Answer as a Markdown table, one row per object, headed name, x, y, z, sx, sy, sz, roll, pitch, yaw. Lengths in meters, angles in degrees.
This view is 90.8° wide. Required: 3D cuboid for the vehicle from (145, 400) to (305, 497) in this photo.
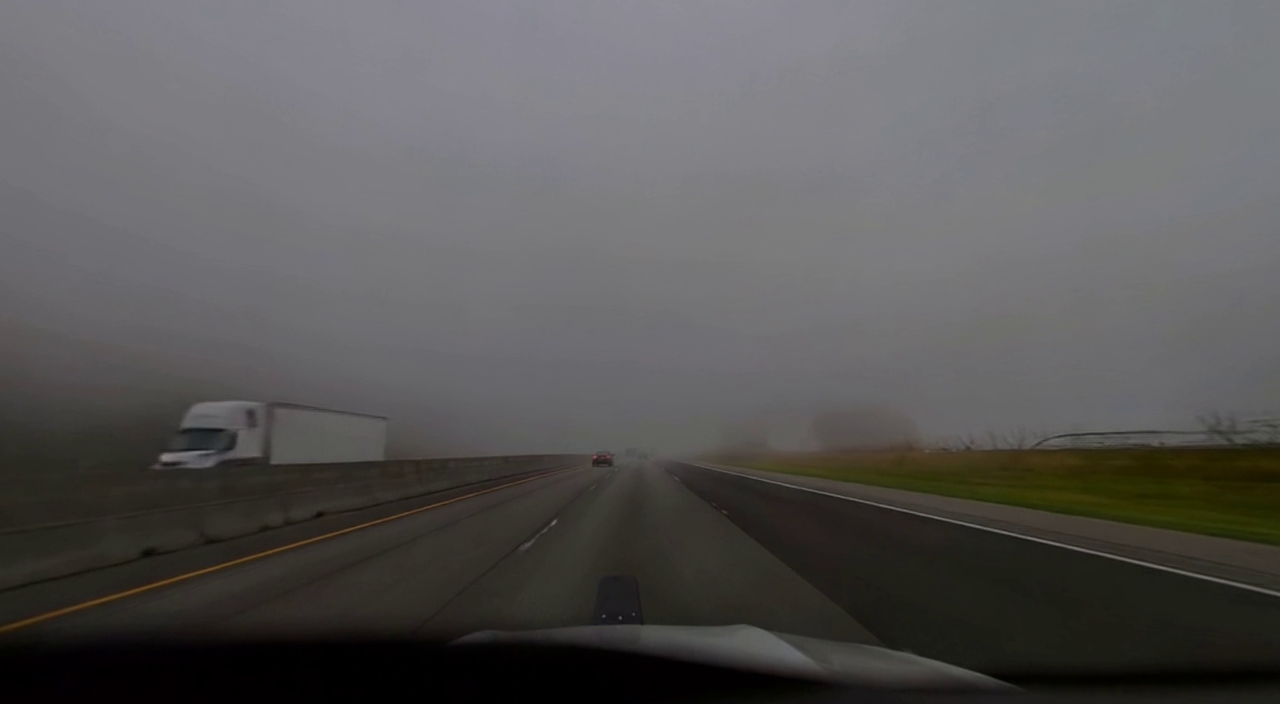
| name | x | y | z | sx | sy | sz | roll | pitch | yaw |
| --- | --- | --- | --- | --- | --- | --- | --- | --- | --- |
| vehicle | -18.759 | 4.448 | 29.155 | 2.964 | 3.943 | 6.327 | 0 | -9 | -1 |
